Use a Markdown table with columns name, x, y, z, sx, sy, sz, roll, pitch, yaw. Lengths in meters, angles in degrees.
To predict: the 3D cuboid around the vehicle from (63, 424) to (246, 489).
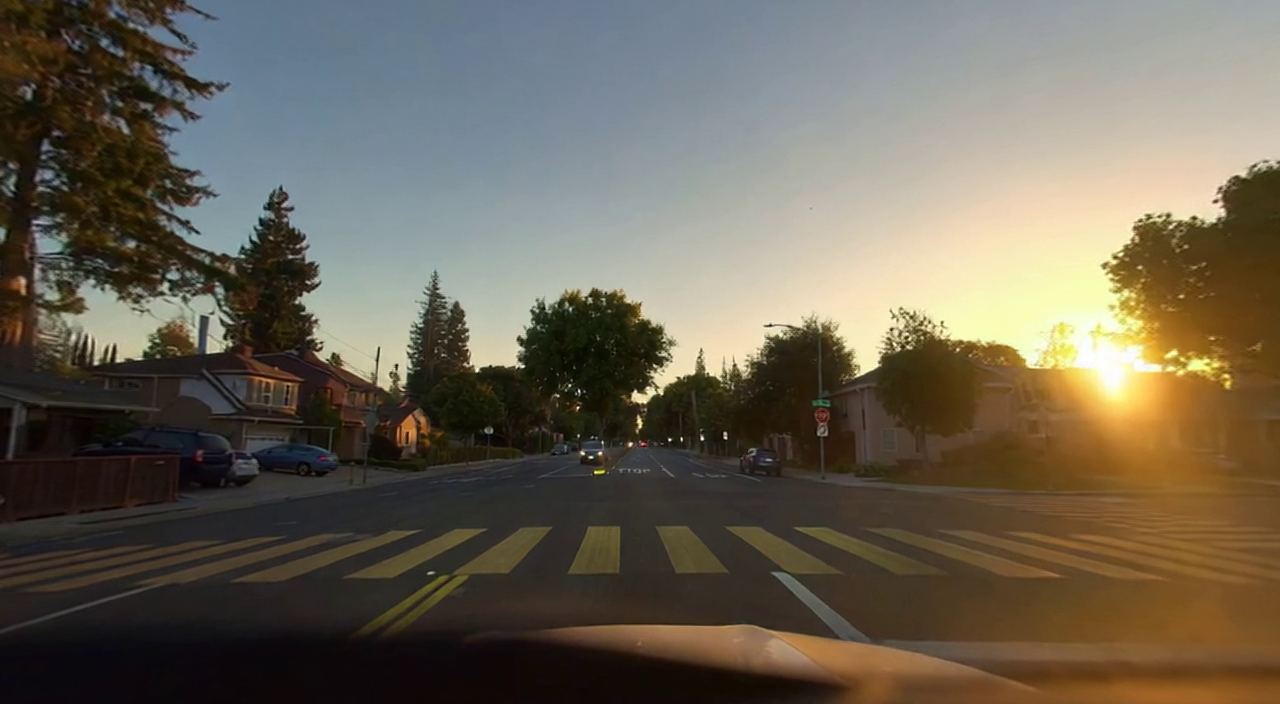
| name | x | y | z | sx | sy | sz | roll | pitch | yaw |
| --- | --- | --- | --- | --- | --- | --- | --- | --- | --- |
| vehicle | -17.918 | 3.872 | 23.551 | 4.800 | 2.259 | 2.303 | 0 | -9 | -1 |

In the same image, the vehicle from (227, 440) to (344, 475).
| name | x | y | z | sx | sy | sz | roll | pitch | yaw |
| --- | --- | --- | --- | --- | --- | --- | --- | --- | --- |
| vehicle | -17.953 | 5.362 | 32.179 | 4.743 | 1.734 | 1.994 | 0 | -9 | 0 |

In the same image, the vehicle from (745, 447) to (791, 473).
| name | x | y | z | sx | sy | sz | roll | pitch | yaw |
| --- | --- | --- | --- | --- | --- | --- | --- | --- | --- |
| vehicle | 7.999 | 6.802 | 39.923 | 2.029 | 1.554 | 4.705 | 0 | -9 | 1 |

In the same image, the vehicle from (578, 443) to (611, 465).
| name | x | y | z | sx | sy | sz | roll | pitch | yaw |
| --- | --- | --- | --- | --- | --- | --- | --- | --- | --- |
| vehicle | -3.164 | 7.139 | 44.247 | 2.014 | 1.499 | 3.999 | 0 | -9 | 0 |
